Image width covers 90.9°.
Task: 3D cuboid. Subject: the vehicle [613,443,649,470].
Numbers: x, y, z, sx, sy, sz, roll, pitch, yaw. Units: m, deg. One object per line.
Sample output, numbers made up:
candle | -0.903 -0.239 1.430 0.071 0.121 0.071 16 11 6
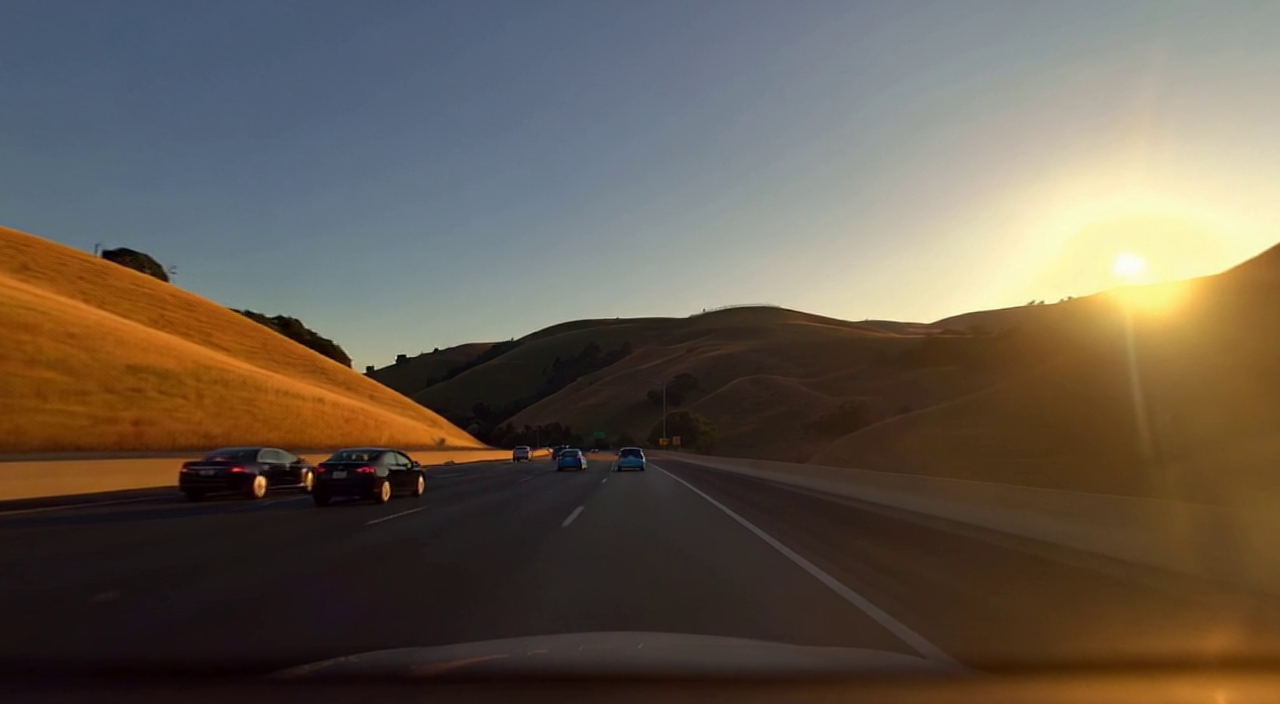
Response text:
vehicle | -0.652 6.791 41.282 2.225 1.674 4.044 0 -8 -2

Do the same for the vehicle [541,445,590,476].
vehicle | -3.827 5.675 33.362 2.144 1.505 4.649 0 -8 -1

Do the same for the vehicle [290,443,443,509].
vehicle | -6.718 3.057 16.105 1.991 1.441 4.265 0 -8 0

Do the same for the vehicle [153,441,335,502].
vehicle | -11.027 3.328 18.144 2.048 1.501 4.898 0 -8 0
